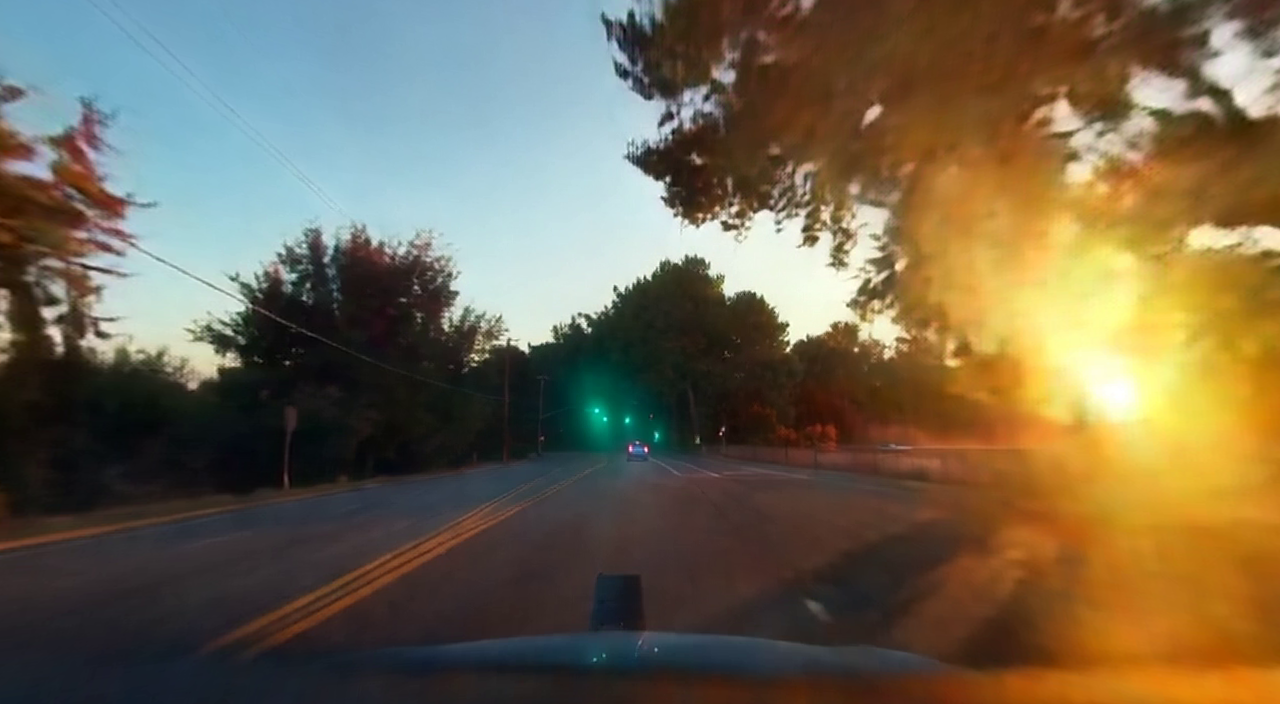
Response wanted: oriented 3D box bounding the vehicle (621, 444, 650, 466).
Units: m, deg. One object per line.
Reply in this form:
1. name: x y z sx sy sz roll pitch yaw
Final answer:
1. vehicle: -0.310 7.384 45.588 2.042 1.489 3.963 0 -9 0
